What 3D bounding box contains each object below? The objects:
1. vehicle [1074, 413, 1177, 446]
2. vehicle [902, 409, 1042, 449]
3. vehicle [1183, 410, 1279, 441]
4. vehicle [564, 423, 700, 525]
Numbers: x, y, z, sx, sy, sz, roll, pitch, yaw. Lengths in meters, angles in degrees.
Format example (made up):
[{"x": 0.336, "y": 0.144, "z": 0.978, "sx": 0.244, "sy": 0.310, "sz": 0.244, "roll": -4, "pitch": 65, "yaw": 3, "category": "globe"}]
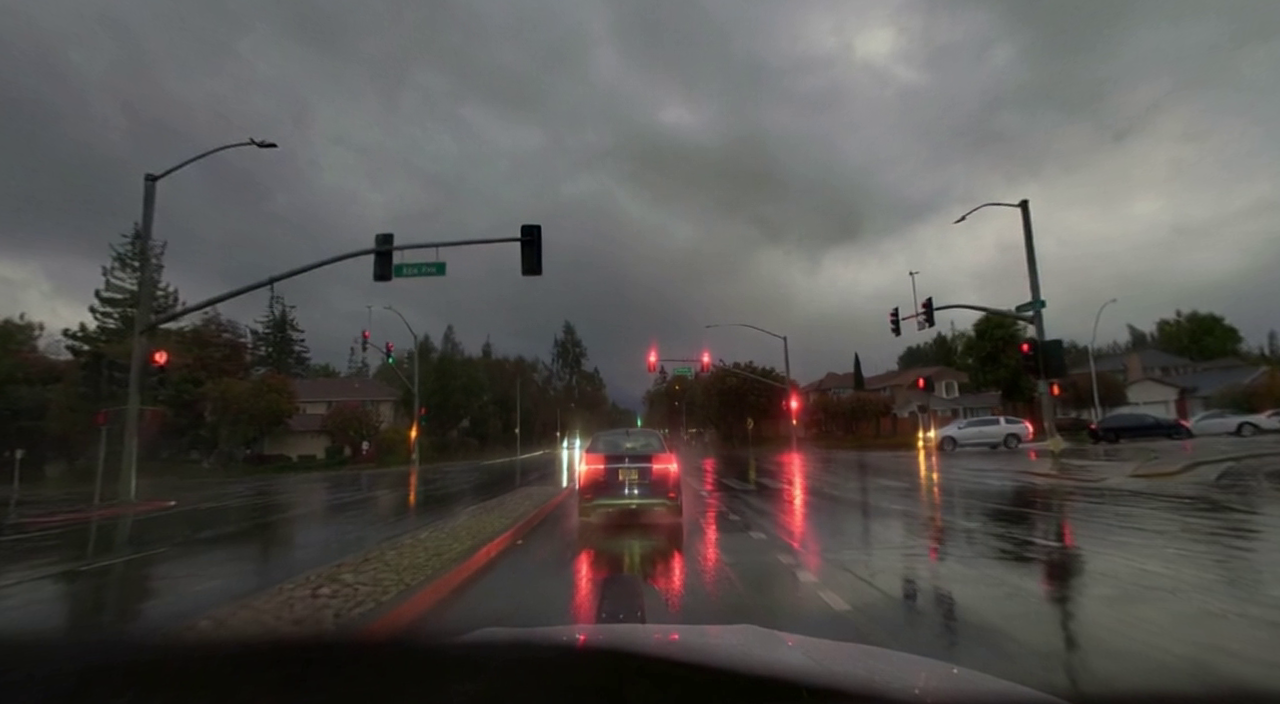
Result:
[{"x": 28.671, "y": 4.593, "z": 37.402, "sx": 4.557, "sy": 1.899, "sz": 1.996, "roll": 1, "pitch": -8, "yaw": -5, "category": "vehicle"}, {"x": 17.881, "y": 4.201, "z": 34.355, "sx": 6.025, "sy": 2.000, "sz": 2.876, "roll": 1, "pitch": -7, "yaw": -2, "category": "vehicle"}, {"x": 35.932, "y": 4.421, "z": 37.984, "sx": 4.735, "sy": 1.784, "sz": 2.094, "roll": 1, "pitch": -7, "yaw": -3, "category": "vehicle"}, {"x": 0.042, "y": 2.180, "z": 11.953, "sx": 2.074, "sy": 1.570, "sz": 3.647, "roll": 0, "pitch": -8, "yaw": 7, "category": "vehicle"}]
